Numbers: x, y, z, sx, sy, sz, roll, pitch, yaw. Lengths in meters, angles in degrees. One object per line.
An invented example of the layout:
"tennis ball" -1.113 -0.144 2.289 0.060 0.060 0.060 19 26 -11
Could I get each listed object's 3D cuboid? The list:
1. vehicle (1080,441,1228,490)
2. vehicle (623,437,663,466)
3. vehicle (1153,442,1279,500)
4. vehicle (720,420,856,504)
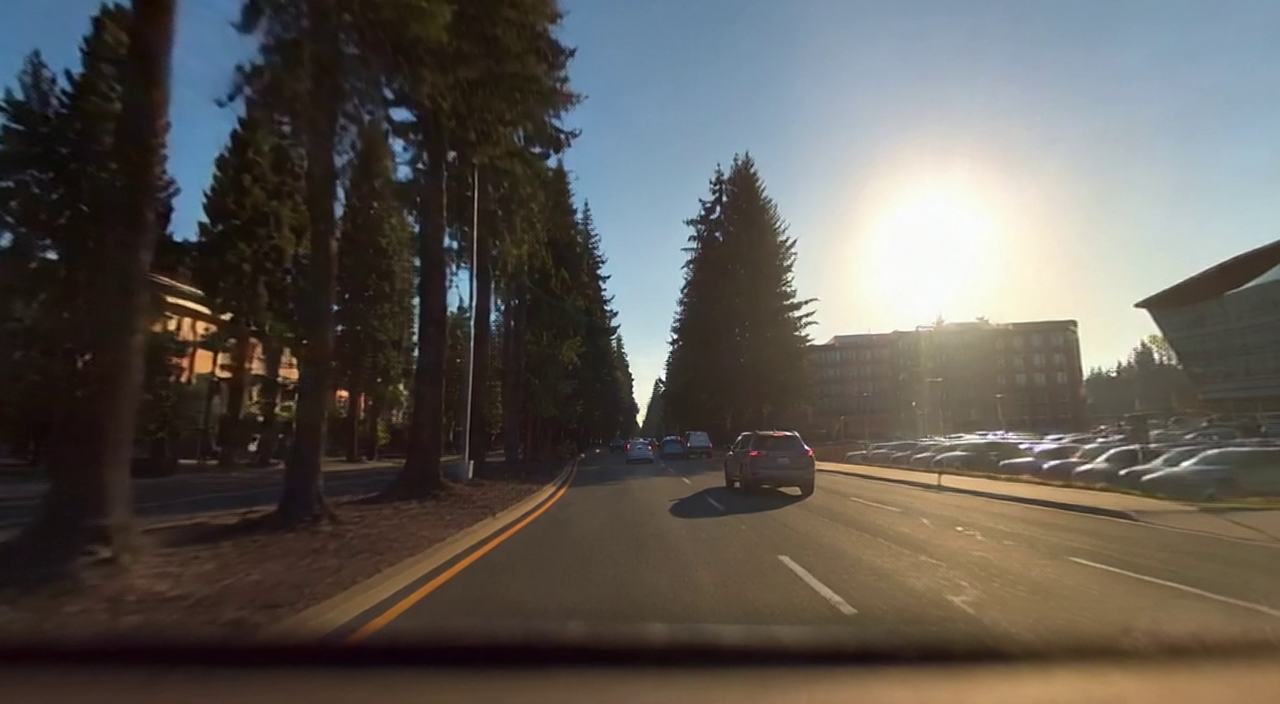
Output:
"vehicle" 17.349 3.770 21.316 4.578 1.477 2.067 4 -10 -27
"vehicle" 0.147 5.694 36.280 2.145 1.572 4.021 0 -9 -1
"vehicle" 17.539 3.413 18.459 3.958 1.524 2.061 3 -9 -20
"vehicle" 3.534 2.775 16.263 2.235 1.806 4.818 0 -9 -1
